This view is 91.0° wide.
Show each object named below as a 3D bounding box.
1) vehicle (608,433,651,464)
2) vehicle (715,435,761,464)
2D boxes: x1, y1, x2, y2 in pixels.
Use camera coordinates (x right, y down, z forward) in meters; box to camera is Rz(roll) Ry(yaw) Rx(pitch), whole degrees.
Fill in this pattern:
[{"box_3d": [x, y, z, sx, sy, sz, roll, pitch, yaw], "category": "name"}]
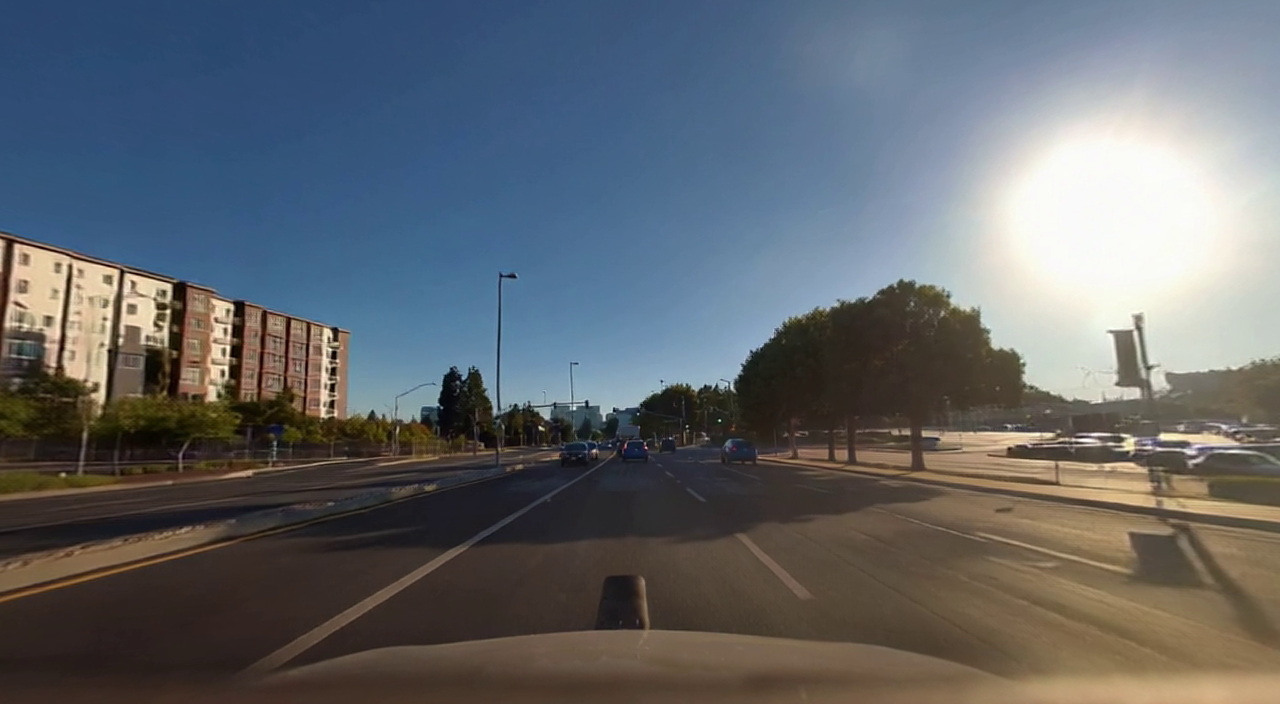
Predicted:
[{"box_3d": [-0.658, 6.491, 42.323, 2.682, 1.908, 5.706, 0, -9, 0], "category": "vehicle"}, {"box_3d": [6.546, 6.577, 42.474, 2.136, 1.799, 4.796, 1, -9, -2], "category": "vehicle"}]
